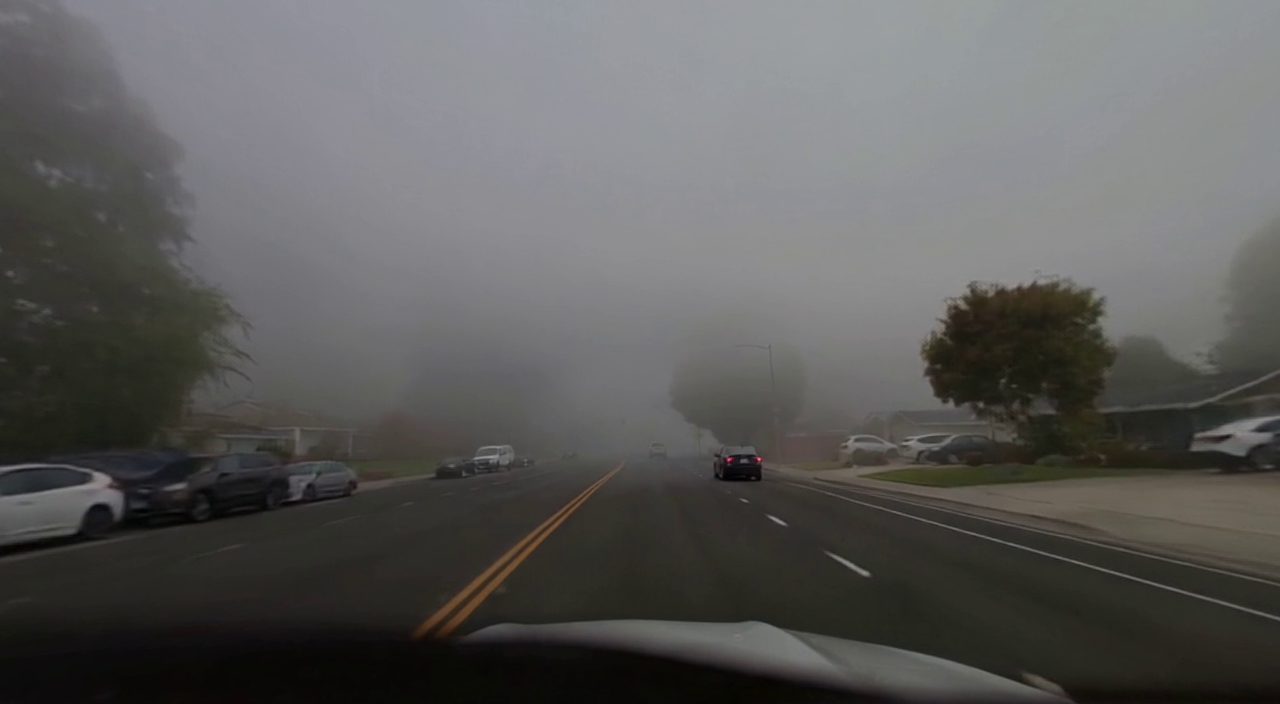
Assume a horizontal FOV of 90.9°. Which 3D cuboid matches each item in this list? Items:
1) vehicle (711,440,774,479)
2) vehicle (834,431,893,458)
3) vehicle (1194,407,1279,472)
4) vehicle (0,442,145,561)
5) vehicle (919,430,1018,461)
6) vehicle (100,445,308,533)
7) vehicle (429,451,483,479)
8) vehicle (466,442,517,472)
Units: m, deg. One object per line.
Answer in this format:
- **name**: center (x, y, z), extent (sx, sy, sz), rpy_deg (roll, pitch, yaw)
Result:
- **vehicle**: center (4.342, 4.625, 27.399), extent (1.956, 1.492, 4.425), rpy_deg (0, -8, 0)
- **vehicle**: center (15.582, 6.490, 44.206), extent (2.129, 1.699, 4.906), rpy_deg (0, -8, -3)
- **vehicle**: center (17.740, 2.572, 18.411), extent (2.155, 1.670, 4.506), rpy_deg (-8, -11, 40)
- **vehicle**: center (-10.828, 2.434, 10.132), extent (2.083, 1.791, 4.585), rpy_deg (-5, -8, -1)
- **vehicle**: center (17.419, 5.004, 33.608), extent (4.065, 1.557, 2.107), rpy_deg (0, -9, -1)
- **vehicle**: center (-10.761, 3.343, 16.139), extent (2.231, 1.736, 4.630), rpy_deg (-4, -8, -3)
- **vehicle**: center (-10.725, 6.571, 36.984), extent (1.829, 1.441, 4.355), rpy_deg (-1, -8, 0)
- **vehicle**: center (-10.718, 7.598, 45.946), extent (2.180, 1.953, 5.787), rpy_deg (-1, -8, 1)
